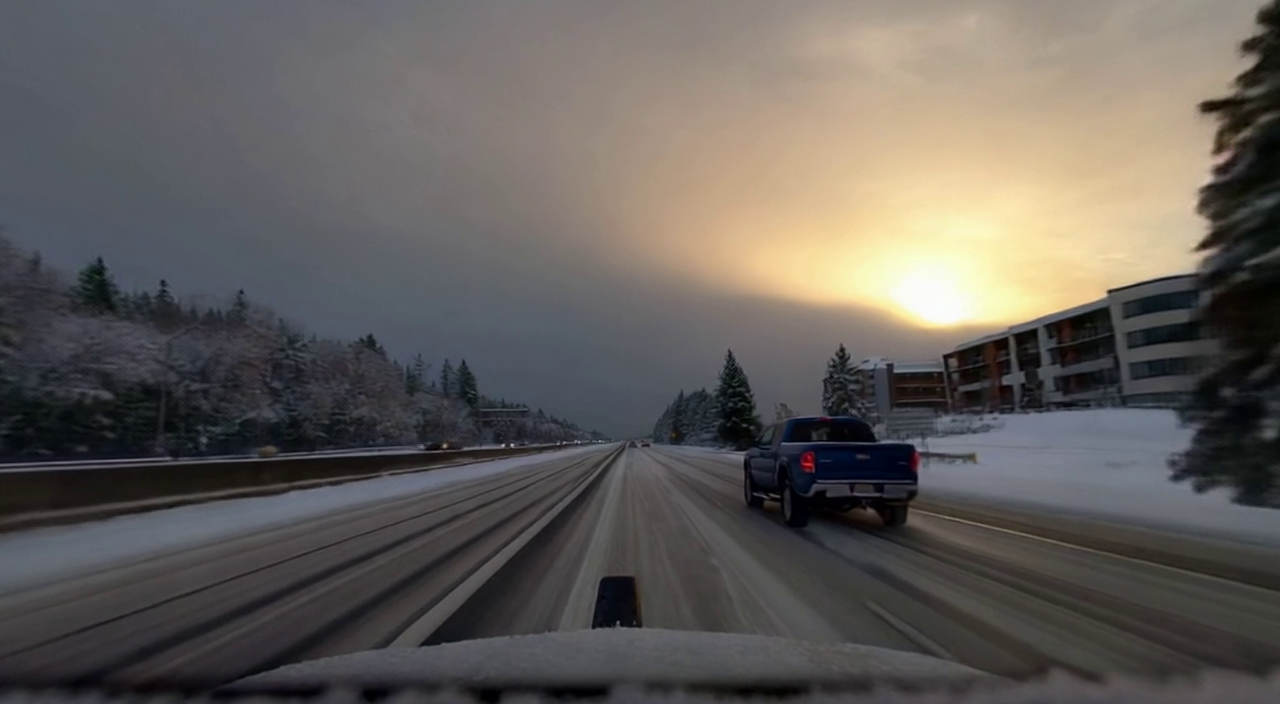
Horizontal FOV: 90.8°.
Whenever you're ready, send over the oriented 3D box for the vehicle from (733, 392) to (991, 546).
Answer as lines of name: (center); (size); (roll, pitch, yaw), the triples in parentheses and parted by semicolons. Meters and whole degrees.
vehicle: (3.231, 1.850, 10.604); (2.462, 1.984, 4.718); (0, -8, -2)
